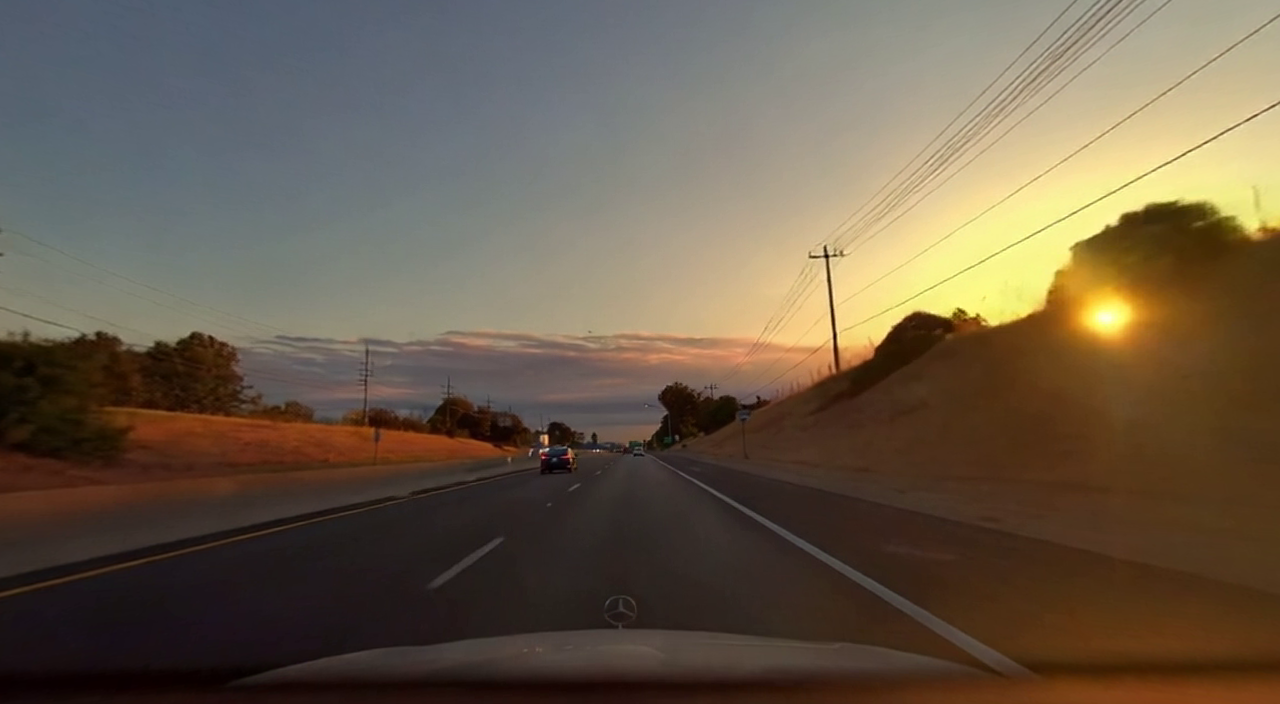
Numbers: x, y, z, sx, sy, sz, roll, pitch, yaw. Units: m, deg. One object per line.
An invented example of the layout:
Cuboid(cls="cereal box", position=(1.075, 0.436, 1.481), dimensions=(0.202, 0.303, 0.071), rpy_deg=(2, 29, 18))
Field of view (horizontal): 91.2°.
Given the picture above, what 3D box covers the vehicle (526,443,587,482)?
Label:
Cuboid(cls="vehicle", position=(-3.625, 4.890, 28.001), dimensions=(2.123, 1.545, 4.404), rpy_deg=(0, -9, 0))
